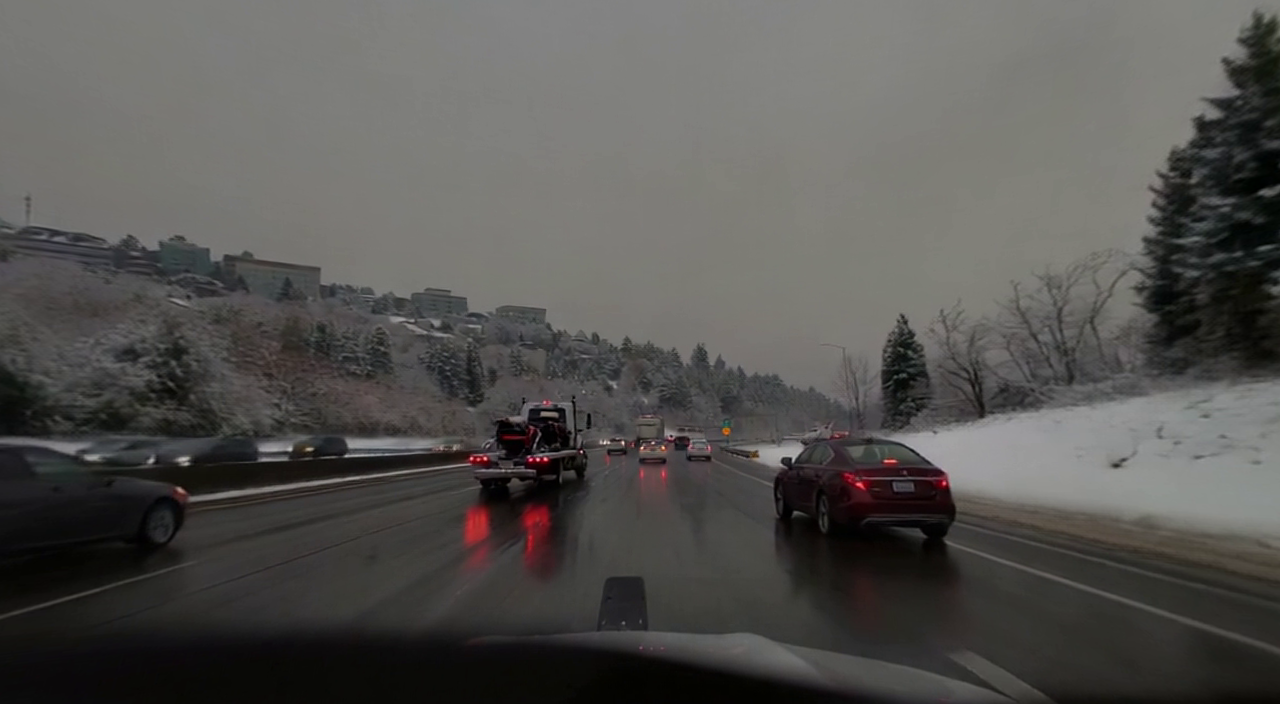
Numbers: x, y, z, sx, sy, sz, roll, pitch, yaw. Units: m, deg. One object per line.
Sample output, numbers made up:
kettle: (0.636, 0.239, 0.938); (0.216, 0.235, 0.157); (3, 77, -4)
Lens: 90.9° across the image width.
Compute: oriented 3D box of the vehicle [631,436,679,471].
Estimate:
vehicle: (0.683, 4.638, 29.070); (2.079, 1.499, 3.915); (0, -8, 1)

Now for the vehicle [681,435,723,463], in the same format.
vehicle: (3.775, 6.025, 39.306); (2.075, 1.614, 4.682); (0, -8, -1)

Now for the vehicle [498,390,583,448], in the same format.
vehicle: (-3.089, 2.285, 20.618); (1.893, 1.674, 4.766); (0, -8, 1)

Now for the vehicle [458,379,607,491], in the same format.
vehicle: (-3.108, 2.930, 21.803); (3.162, 2.955, 10.282); (0, -8, 1)

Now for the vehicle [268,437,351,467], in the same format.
vehicle: (-19.310, 5.844, 37.107); (2.219, 1.653, 4.501); (0, -8, 3)

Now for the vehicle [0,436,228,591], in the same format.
vehicle: (-6.763, 1.539, 6.239); (1.964, 1.395, 4.948); (0, -8, 1)

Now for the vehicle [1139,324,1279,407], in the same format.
vehicle: (15.124, 0.414, 15.479); (1.979, 1.616, 4.268); (1, -8, -5)

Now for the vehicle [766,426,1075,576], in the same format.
vehicle: (3.262, 1.806, 8.516); (2.040, 1.481, 4.260); (0, -8, -3)
